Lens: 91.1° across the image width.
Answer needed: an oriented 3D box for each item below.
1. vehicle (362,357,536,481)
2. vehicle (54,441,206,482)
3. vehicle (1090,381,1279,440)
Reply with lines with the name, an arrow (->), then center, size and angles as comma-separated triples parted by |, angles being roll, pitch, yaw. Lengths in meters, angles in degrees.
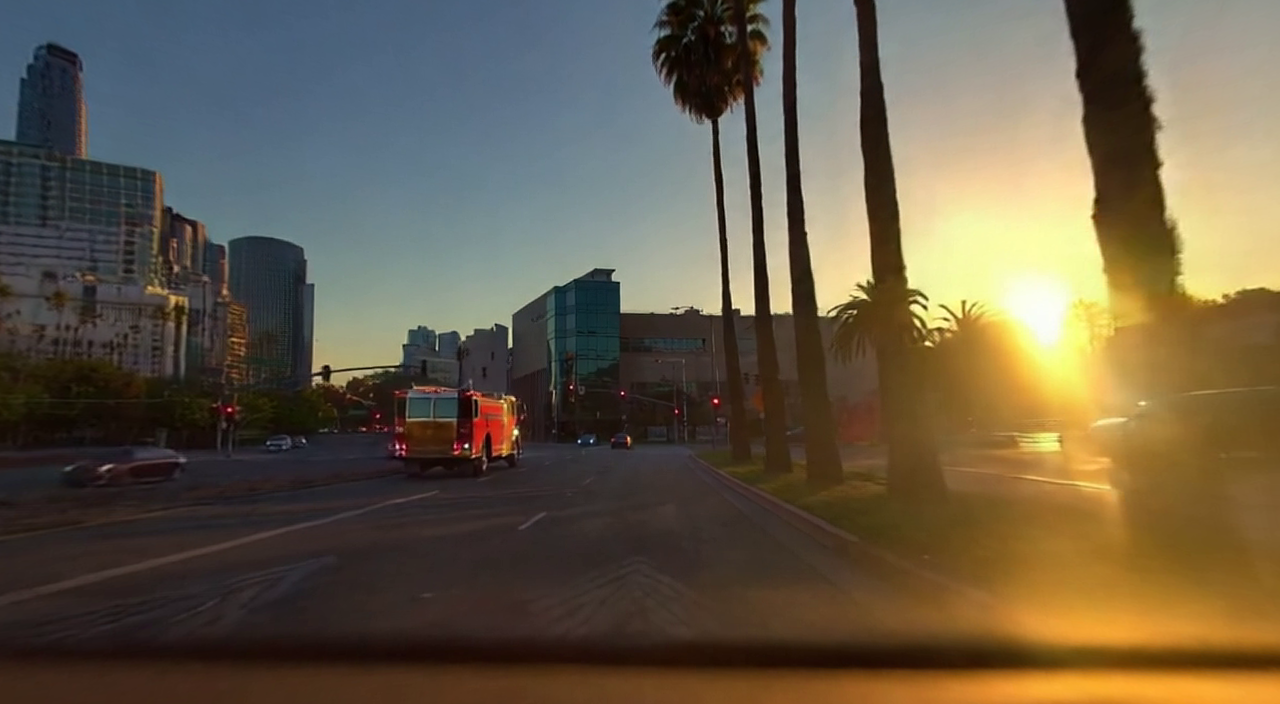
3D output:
vehicle -> -6.699, 2.868, 24.782 | 3.008, 3.730, 11.786 | 0, -8, 1
vehicle -> -21.656, 4.642, 27.037 | 2.052, 1.594, 5.203 | 0, -8, 2
vehicle -> 15.089, 1.582, 16.640 | 4.663, 1.457, 2.045 | -1, -7, 2
